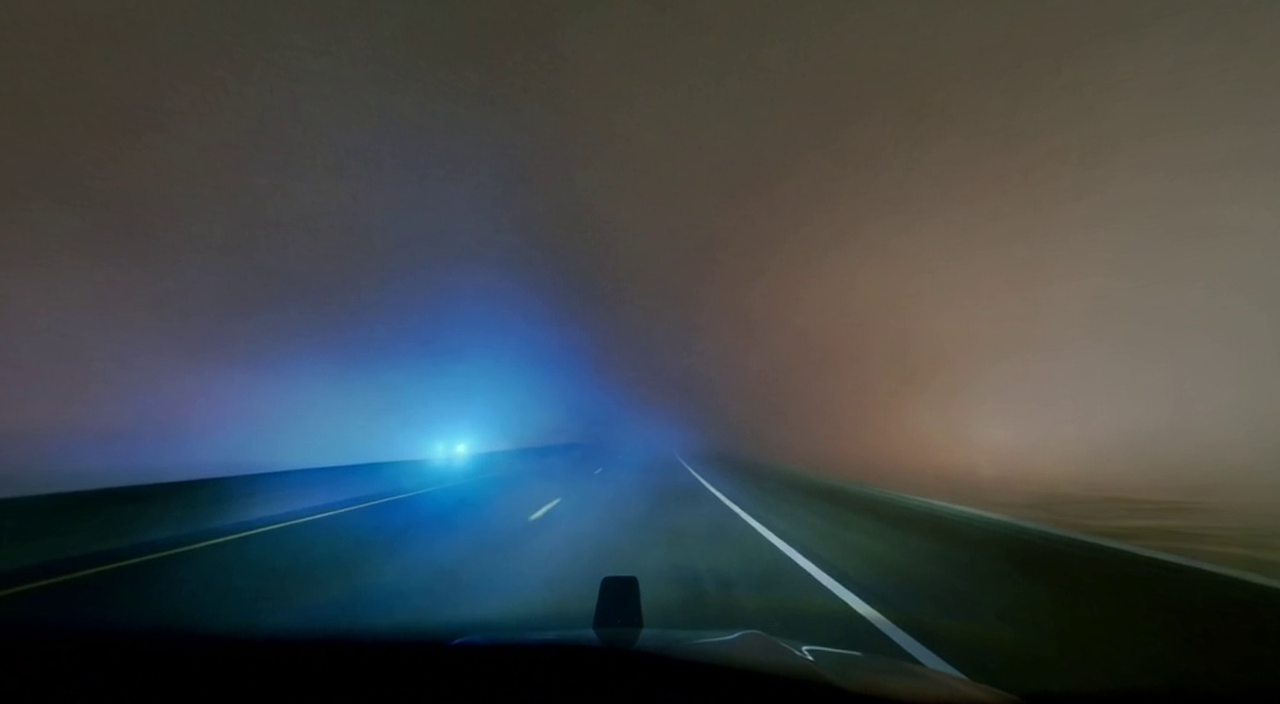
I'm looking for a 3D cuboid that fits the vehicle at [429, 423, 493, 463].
[{"bbox_3d":[-11.050,5.699,39.407,2.158,2.300,5.691,-1,-8,2],"label":"vehicle"}]
